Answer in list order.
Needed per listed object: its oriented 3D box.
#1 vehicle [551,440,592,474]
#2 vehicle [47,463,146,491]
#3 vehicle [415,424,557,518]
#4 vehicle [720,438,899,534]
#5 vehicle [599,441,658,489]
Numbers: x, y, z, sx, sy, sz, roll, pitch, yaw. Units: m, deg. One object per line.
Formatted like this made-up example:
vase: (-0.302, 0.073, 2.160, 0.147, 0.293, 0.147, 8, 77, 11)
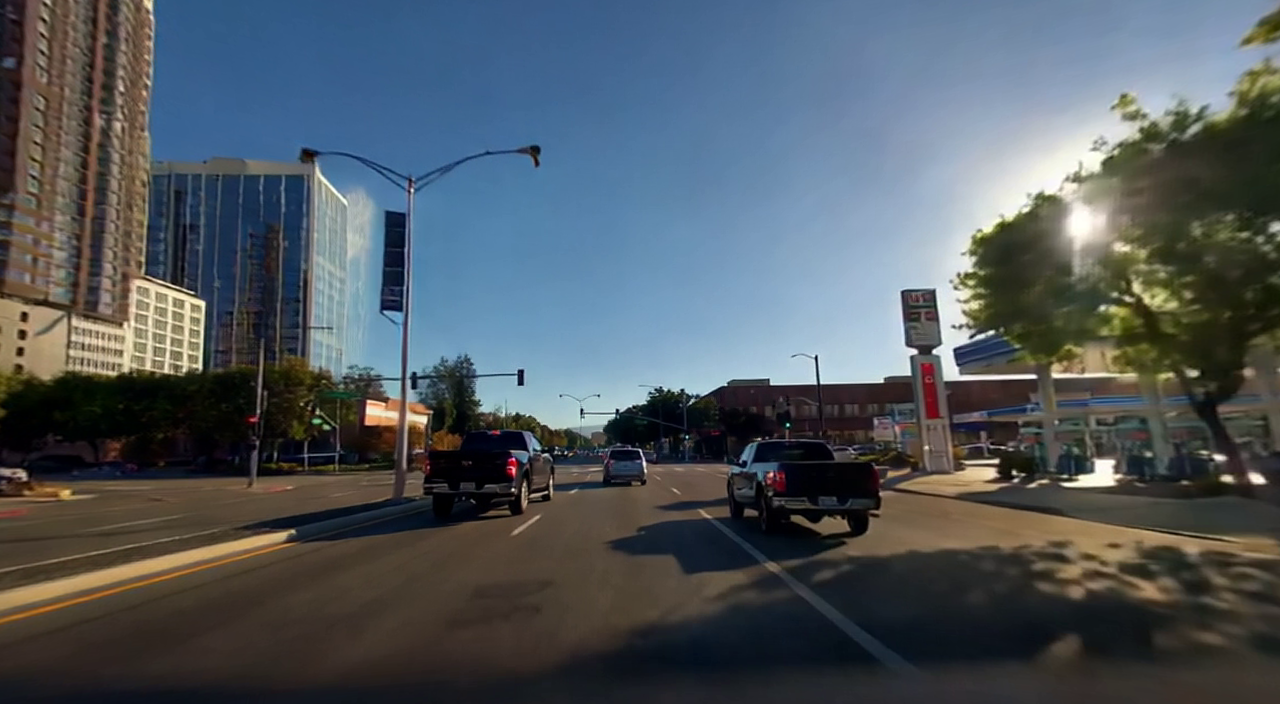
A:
vehicle: (-4.377, 6.804, 41.116, 2.321, 2.026, 5.307, 0, -9, -3)
vehicle: (-36.167, 8.272, 42.146, 1.929, 1.636, 4.589, -7, -11, 38)
vehicle: (-3.532, 2.858, 15.814, 2.195, 1.905, 5.634, 0, -9, -1)
vehicle: (2.952, 2.441, 12.220, 2.061, 1.487, 4.462, 0, -9, -2)
vehicle: (-0.436, 4.169, 23.608, 2.029, 1.605, 3.827, 0, -9, -2)
